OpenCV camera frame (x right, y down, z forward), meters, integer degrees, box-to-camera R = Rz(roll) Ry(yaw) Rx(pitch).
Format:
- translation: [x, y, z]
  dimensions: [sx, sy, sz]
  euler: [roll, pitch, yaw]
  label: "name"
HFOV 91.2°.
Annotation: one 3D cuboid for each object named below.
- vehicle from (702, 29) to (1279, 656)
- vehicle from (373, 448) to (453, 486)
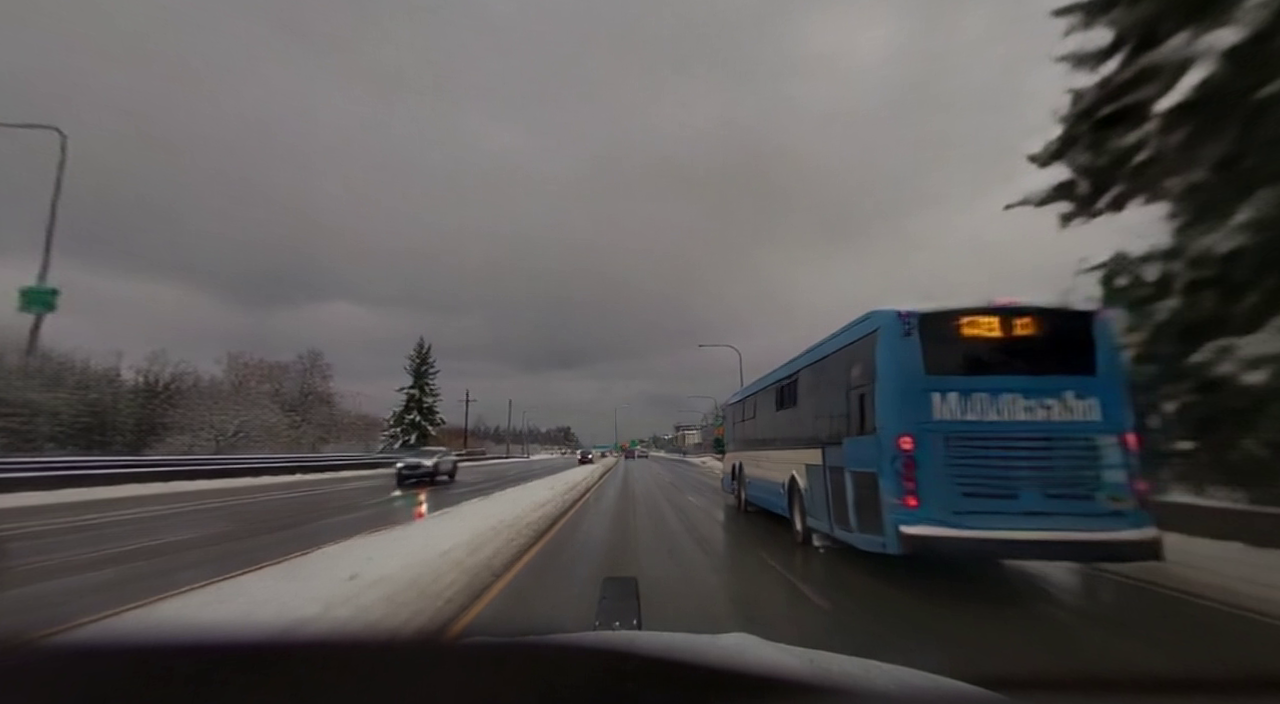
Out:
- translation: [3.606, 0.845, 11.085]
  dimensions: [3.277, 4.084, 14.213]
  euler: [0, -9, -1]
  label: "vehicle"
- translation: [-9.592, 4.871, 26.891]
  dimensions: [1.872, 1.461, 4.227]
  euler: [0, -9, 0]
  label: "vehicle"
